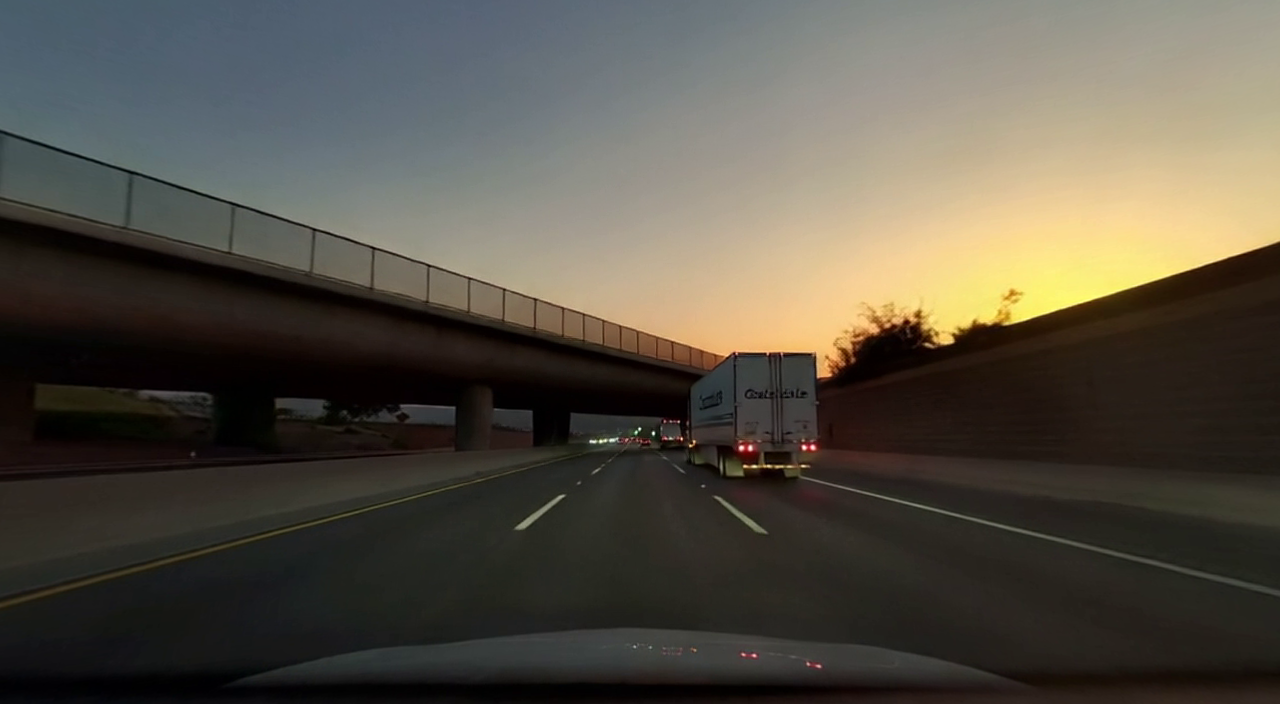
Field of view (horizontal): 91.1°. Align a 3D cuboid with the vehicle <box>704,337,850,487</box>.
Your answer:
[{"bbox_3d":[4.053,2.187,21.083,2.840,3.947,8.920,0,-8,0],"label":"vehicle"}]
